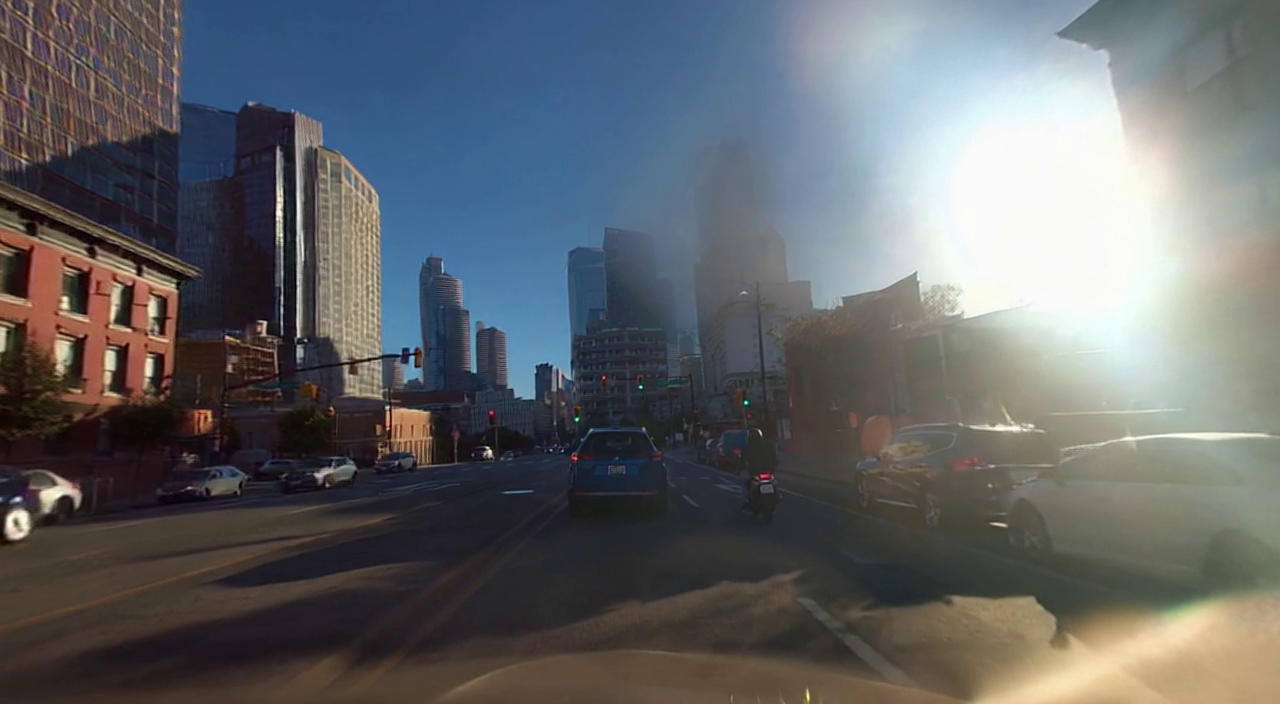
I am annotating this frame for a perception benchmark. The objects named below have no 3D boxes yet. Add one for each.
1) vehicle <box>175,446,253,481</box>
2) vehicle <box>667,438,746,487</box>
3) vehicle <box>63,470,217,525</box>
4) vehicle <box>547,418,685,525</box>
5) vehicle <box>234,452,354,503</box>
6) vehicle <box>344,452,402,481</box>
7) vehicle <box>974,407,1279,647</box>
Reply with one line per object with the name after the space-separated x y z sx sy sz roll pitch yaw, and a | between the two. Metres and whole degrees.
-33.308 8.754 49.386 4.576 2.249 2.096 -5 -10 -2 | vehicle
2.145 3.754 21.730 2.101 1.507 4.355 0 -9 -2 | vehicle
-17.848 5.168 22.868 2.038 1.607 4.348 0 -9 -1 | vehicle
-0.420 2.289 12.577 2.265 1.748 4.130 0 -9 -1 | vehicle
-14.296 5.158 26.525 2.142 1.826 5.471 0 -9 -3 | vehicle
-19.411 8.331 46.051 2.134 1.915 5.317 1 -9 -3 | vehicle
5.118 1.320 5.335 2.012 1.532 4.565 0 -9 -1 | vehicle
